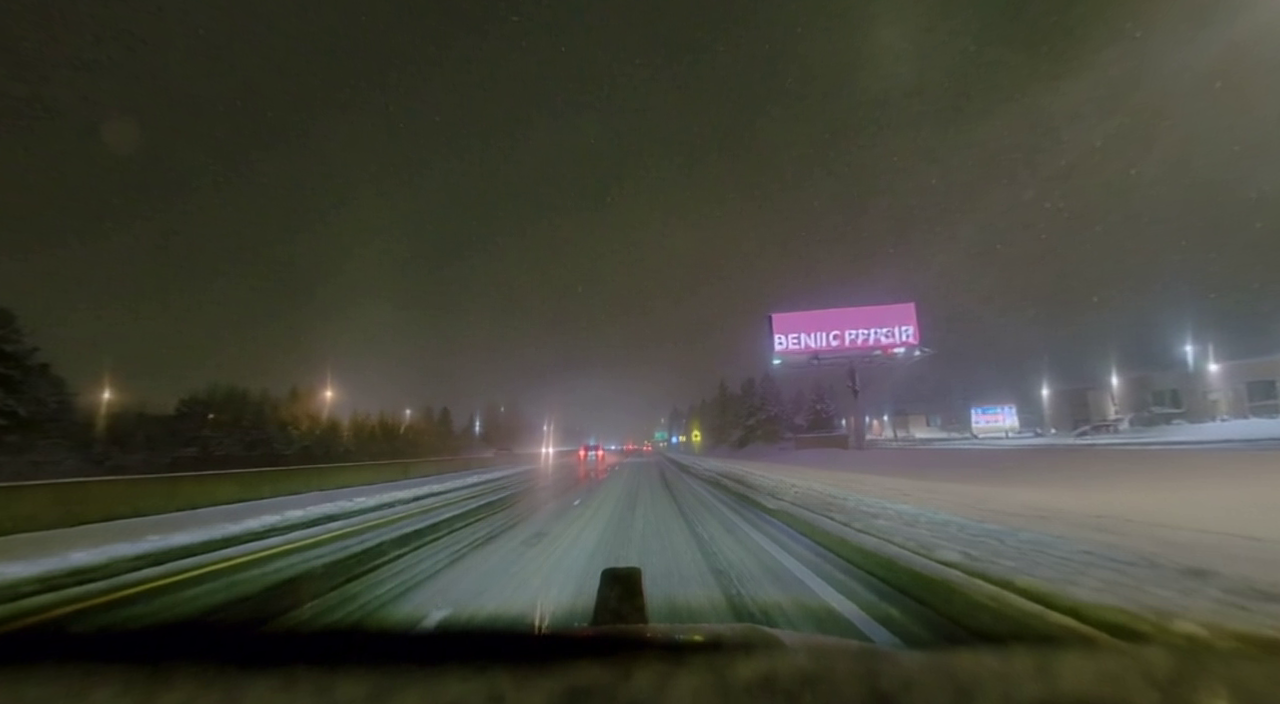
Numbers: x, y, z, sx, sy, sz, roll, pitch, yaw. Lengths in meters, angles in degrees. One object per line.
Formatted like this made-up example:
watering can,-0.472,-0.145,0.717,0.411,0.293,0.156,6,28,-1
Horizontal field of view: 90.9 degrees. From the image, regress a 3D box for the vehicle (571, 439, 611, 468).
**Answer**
vehicle,-3.242,6.871,42.838,2.159,1.793,5.027,-1,-9,1
